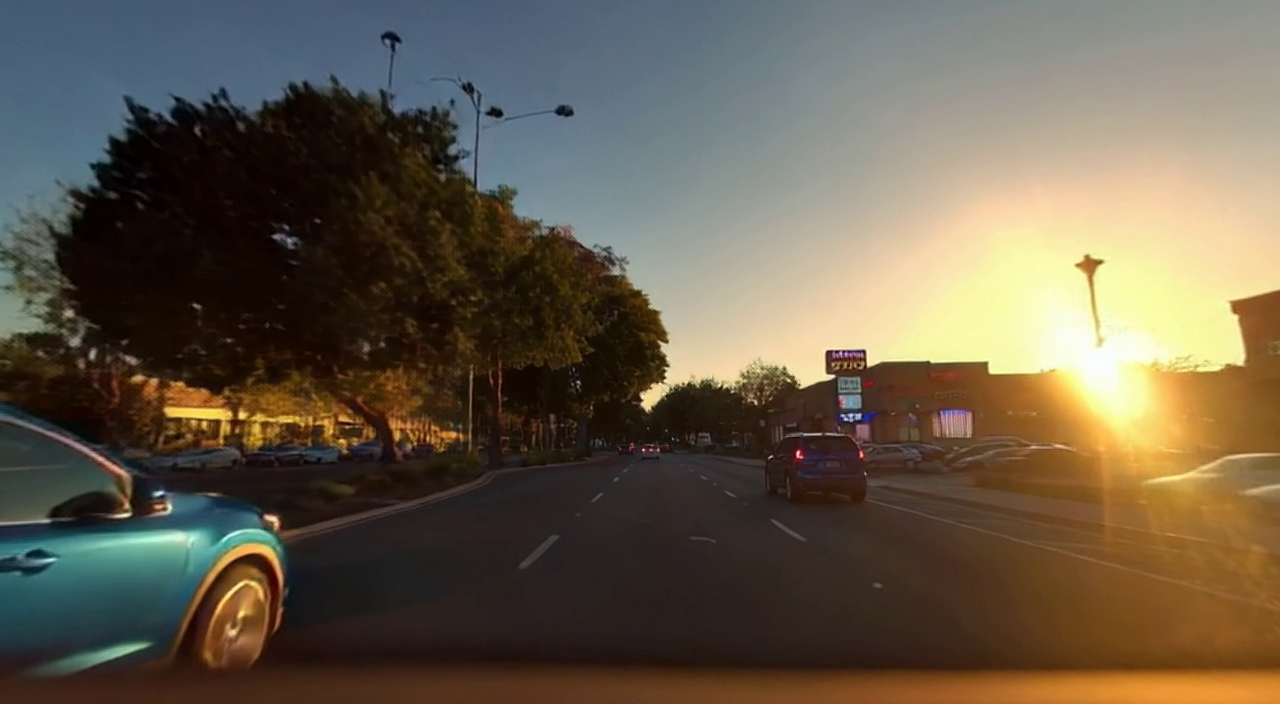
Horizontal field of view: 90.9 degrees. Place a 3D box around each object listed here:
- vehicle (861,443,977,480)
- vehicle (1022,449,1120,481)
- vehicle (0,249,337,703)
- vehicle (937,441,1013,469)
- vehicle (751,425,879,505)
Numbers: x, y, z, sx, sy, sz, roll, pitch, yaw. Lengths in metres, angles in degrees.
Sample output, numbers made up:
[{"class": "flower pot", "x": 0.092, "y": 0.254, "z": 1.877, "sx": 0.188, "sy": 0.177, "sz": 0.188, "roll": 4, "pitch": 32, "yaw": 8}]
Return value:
[{"class": "vehicle", "x": 12.111, "y": 4.763, "z": 27.598, "sx": 4.217, "sy": 1.522, "sz": 1.755, "roll": -1, "pitch": -9, "yaw": 4}, {"class": "vehicle", "x": 21.515, "y": 5.633, "z": 31.696, "sx": 1.822, "sy": 1.460, "sz": 4.409, "roll": 0, "pitch": -8, "yaw": 0}, {"class": "vehicle", "x": -3.241, "y": 0.589, "z": 1.838, "sx": 2.210, "sy": 1.925, "sz": 4.838, "roll": 0, "pitch": -8, "yaw": 1}, {"class": "vehicle", "x": 20.716, "y": 6.351, "z": 39.193, "sx": 1.959, "sy": 1.613, "sz": 4.190, "roll": 1, "pitch": -8, "yaw": -9}, {"class": "vehicle", "x": 4.300, "y": 2.848, "z": 16.294, "sx": 2.024, "sy": 1.773, "sz": 4.431, "roll": 0, "pitch": -8, "yaw": 0}]
